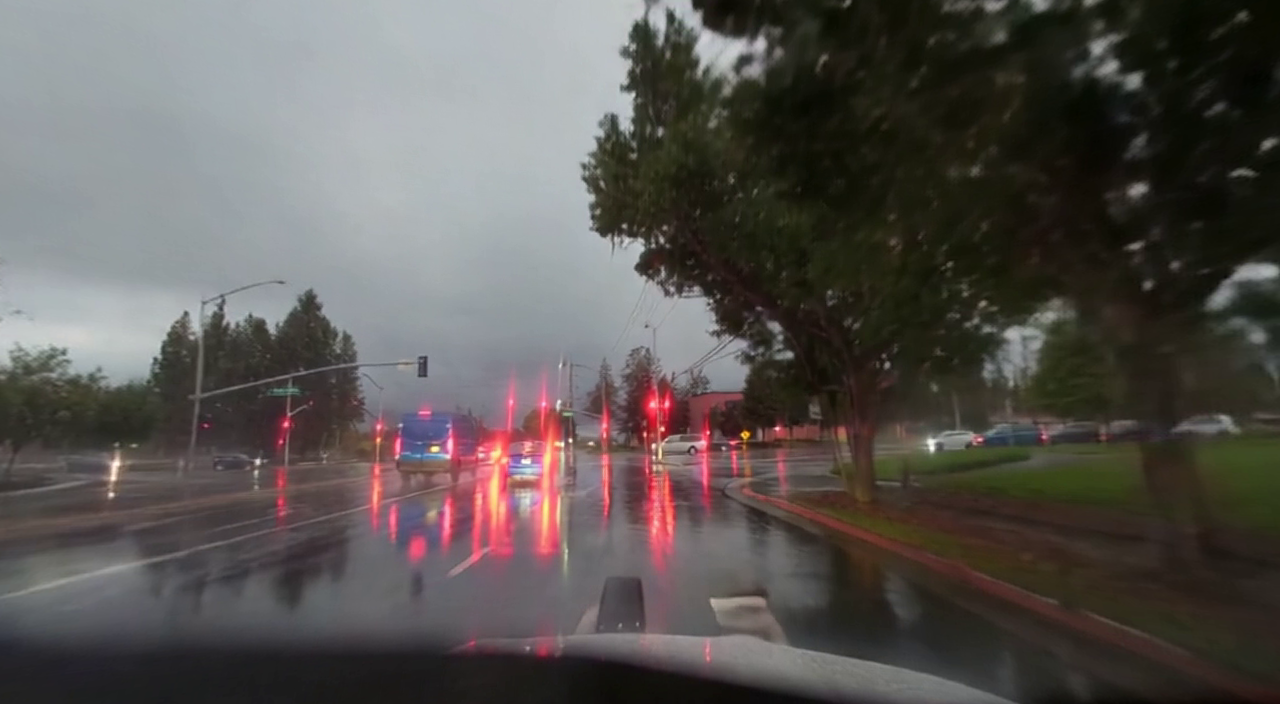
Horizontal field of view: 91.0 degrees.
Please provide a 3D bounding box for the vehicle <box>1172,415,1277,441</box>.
[{"bbox_3d":[39.239,5.127,42.406,4.643,1.620,1.938,-2,-9,15],"label":"vehicle"}]

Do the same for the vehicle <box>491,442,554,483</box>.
[{"bbox_3d":[-4.619,4.412,25.407,2.019,1.485,4.565,1,-9,-5],"label":"vehicle"}]

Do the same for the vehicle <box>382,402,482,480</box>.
[{"bbox_3d":[-8.647,3.861,27.032,2.461,2.889,6.776,1,-9,-5],"label":"vehicle"}]

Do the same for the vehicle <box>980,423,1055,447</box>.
[{"bbox_3d":[26.809,5.915,44.806,4.056,1.659,1.881,-2,-9,11],"label":"vehicle"}]

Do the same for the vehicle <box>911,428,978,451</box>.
[{"bbox_3d":[20.513,5.959,42.477,3.718,1.480,1.981,3,-9,-20],"label":"vehicle"}]

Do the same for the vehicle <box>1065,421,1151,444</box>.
[{"bbox_3d":[32.529,5.645,43.916,4.342,1.513,1.838,-2,-9,13],"label":"vehicle"}]
